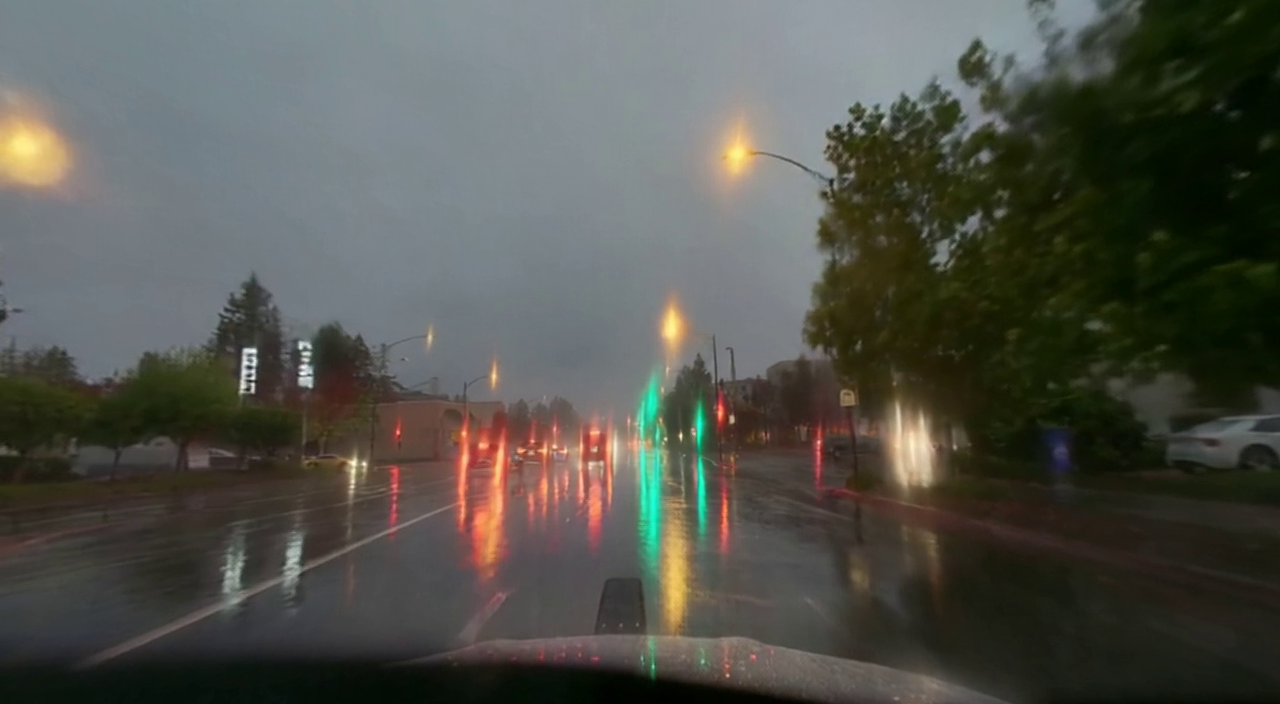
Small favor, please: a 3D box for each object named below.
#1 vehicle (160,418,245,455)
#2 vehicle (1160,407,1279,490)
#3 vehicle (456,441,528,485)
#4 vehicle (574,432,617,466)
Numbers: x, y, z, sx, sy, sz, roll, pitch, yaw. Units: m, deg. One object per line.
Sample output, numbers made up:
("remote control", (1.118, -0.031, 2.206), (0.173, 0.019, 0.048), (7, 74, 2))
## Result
("vehicle", (-25.482, 4.932, 36.873), (3.572, 2.012, 1.872), (-1, -8, 3))
("vehicle", (14.765, 2.053, 13.944), (4.562, 1.648, 2.028), (-3, -9, 3))
("vehicle", (-5.673, 4.271, 24.679), (1.889, 1.572, 3.599), (0, -8, 0))
("vehicle", (-2.898, 6.538, 42.798), (2.496, 2.155, 5.468), (0, -8, 0))
